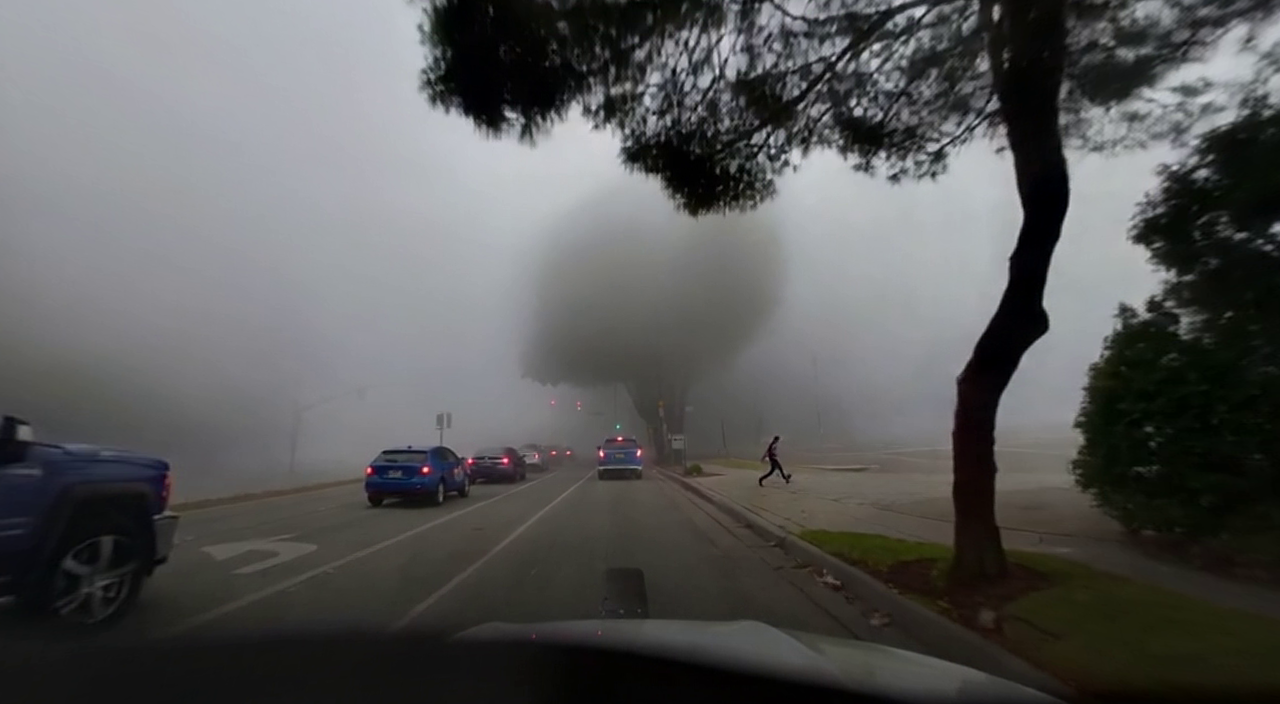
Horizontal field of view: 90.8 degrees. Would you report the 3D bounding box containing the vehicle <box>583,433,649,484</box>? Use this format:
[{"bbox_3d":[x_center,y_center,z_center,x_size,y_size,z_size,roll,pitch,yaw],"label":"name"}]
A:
[{"bbox_3d":[-0.975,4.176,25.100,2.368,1.829,4.293,0,-9,-3],"label":"vehicle"}]

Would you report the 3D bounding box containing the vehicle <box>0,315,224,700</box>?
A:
[{"bbox_3d":[-4.931,0.628,1.936,2.860,2.090,6.593,0,-9,-1],"label":"vehicle"}]

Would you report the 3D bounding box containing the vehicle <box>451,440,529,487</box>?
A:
[{"bbox_3d":[-5.789,4.343,24.948,2.010,1.674,4.484,0,-9,-1],"label":"vehicle"}]

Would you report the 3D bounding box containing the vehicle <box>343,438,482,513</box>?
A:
[{"bbox_3d":[-5.558,3.046,16.085,2.069,1.616,4.108,0,-9,-1],"label":"vehicle"}]
